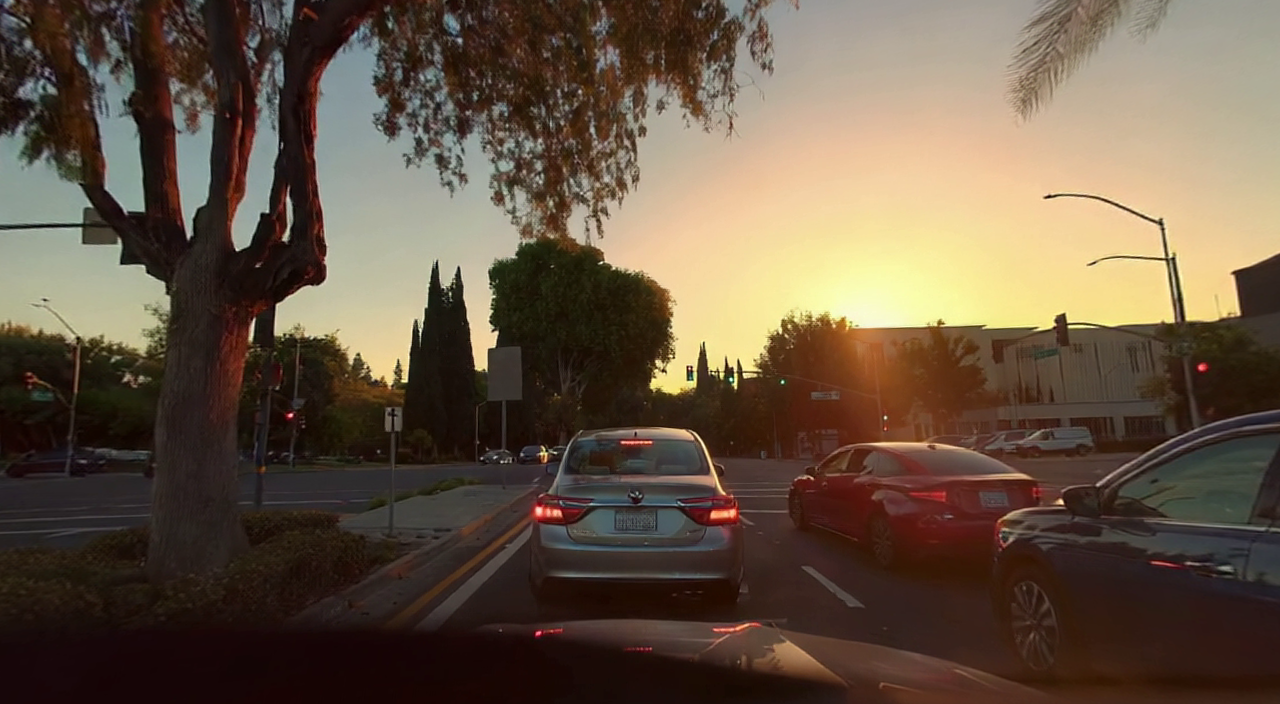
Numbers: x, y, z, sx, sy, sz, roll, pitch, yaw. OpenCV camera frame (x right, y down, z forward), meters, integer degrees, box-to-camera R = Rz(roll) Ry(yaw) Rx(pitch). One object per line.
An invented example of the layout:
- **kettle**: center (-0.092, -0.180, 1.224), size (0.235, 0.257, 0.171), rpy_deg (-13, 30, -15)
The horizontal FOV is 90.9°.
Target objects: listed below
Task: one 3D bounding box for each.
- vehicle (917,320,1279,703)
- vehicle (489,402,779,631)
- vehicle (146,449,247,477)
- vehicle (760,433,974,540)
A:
- **vehicle**: center (3.674, 0.926, 3.441), size (2.162, 1.829, 4.519), rpy_deg (0, -9, -1)
- **vehicle**: center (-0.055, 1.476, 6.511), size (2.074, 1.631, 3.793), rpy_deg (0, -9, 0)
- **vehicle**: center (-33.344, 8.301, 47.541), size (5.783, 1.933, 2.174), rpy_deg (8, -12, -43)
- **vehicle**: center (3.664, 2.258, 11.300), size (2.054, 1.482, 4.654), rpy_deg (0, -9, -1)
